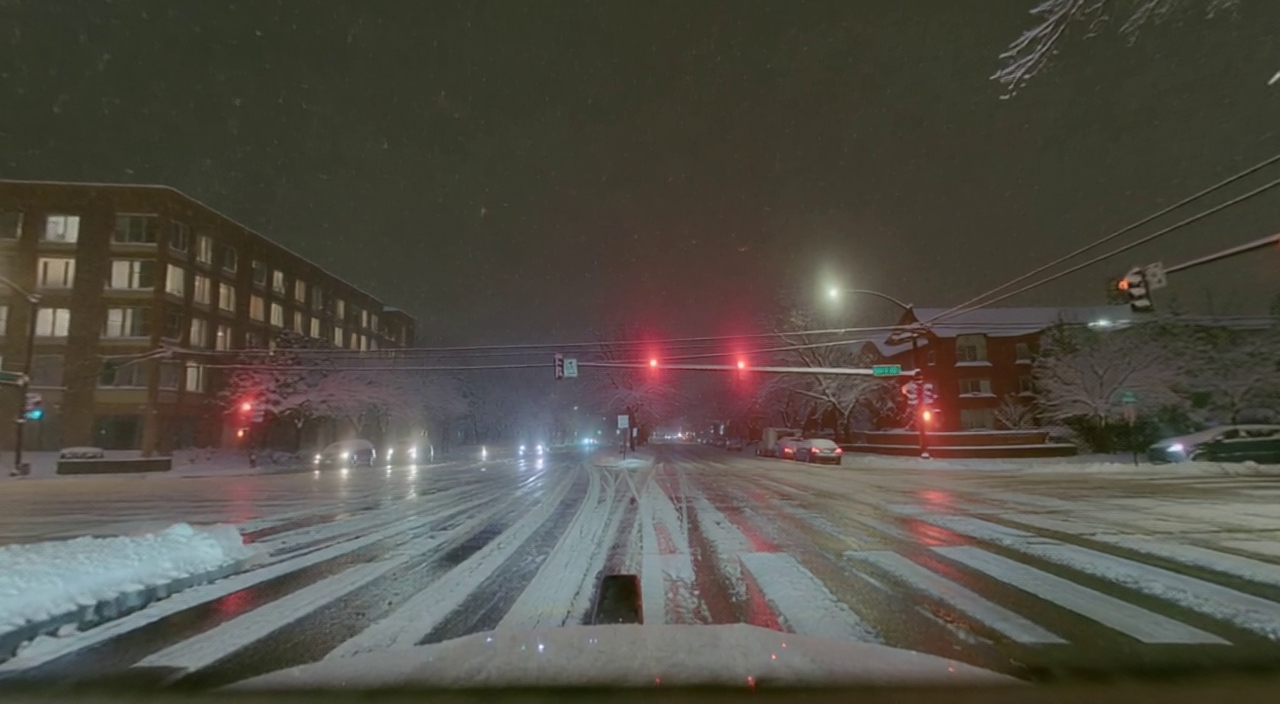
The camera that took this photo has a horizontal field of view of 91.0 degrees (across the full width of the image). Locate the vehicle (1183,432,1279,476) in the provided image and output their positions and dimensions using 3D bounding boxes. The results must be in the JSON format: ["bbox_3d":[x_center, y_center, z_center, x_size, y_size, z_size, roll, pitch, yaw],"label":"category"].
[{"bbox_3d":[22.310,3.586,22.235,4.474,1.477,1.908,0,-9,-3],"label":"vehicle"}]

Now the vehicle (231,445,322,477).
[{"bbox_3d":[-22.583,6.756,39.392,2.032,1.839,4.884,-2,-9,13],"label":"vehicle"}]

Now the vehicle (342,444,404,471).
[{"bbox_3d":[-18.563,7.341,44.007,2.237,1.801,4.541,0,-9,1],"label":"vehicle"}]

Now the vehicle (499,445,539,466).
[{"bbox_3d":[-8.111,7.004,42.603,1.910,1.321,3.692,0,-9,1],"label":"vehicle"}]

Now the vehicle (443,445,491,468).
[{"bbox_3d":[-11.637,7.077,42.698,1.911,1.476,4.297,-1,-9,2],"label":"vehicle"}]

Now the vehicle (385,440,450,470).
[{"bbox_3d":[-15.148,7.033,43.162,2.340,1.946,5.450,0,-9,2],"label":"vehicle"}]

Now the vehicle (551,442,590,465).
[{"bbox_3d":[-4.529,6.710,41.679,1.954,1.431,4.050,-1,-9,2],"label":"vehicle"}]
